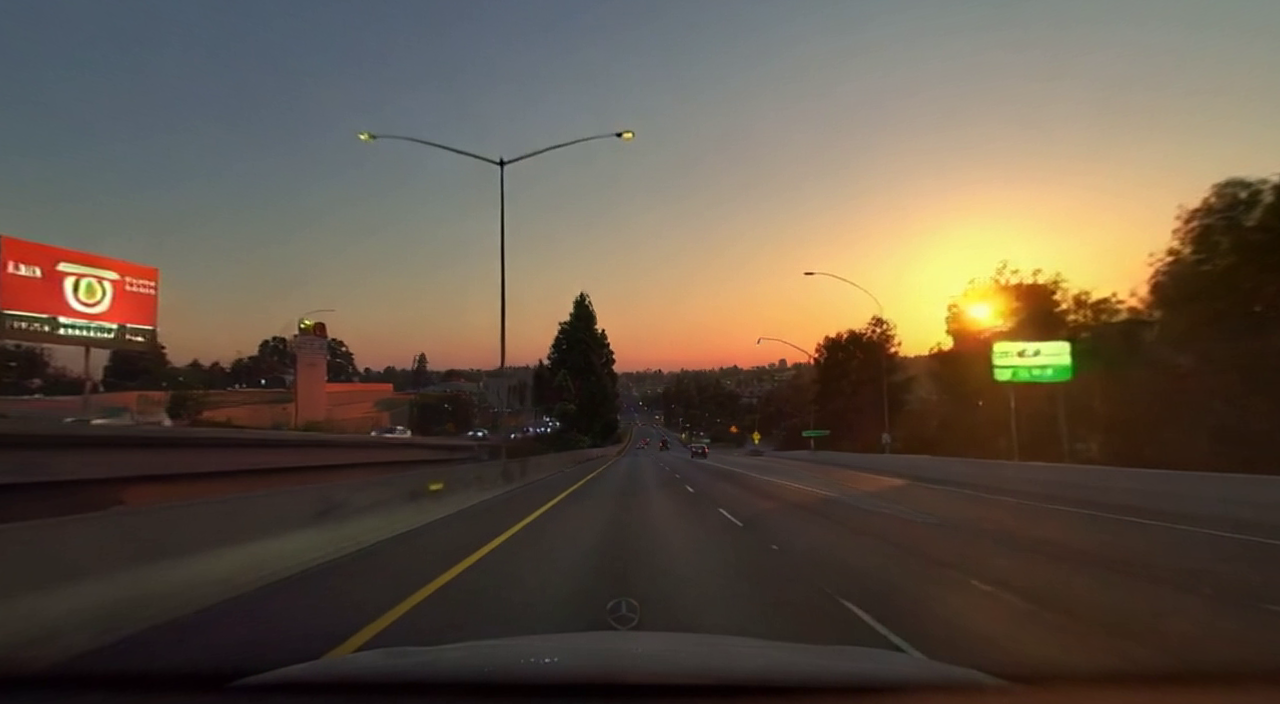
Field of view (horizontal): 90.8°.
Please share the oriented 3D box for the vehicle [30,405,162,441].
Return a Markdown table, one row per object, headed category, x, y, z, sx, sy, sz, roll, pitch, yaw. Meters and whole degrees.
| category | x | y | z | sx | sy | sz | roll | pitch | yaw |
| --- | --- | --- | --- | --- | --- | --- | --- | --- | --- |
| vehicle | -25.472 | 3.411 | 29.823 | 1.984 | 1.512 | 4.760 | 0 | -9 | 0 |
